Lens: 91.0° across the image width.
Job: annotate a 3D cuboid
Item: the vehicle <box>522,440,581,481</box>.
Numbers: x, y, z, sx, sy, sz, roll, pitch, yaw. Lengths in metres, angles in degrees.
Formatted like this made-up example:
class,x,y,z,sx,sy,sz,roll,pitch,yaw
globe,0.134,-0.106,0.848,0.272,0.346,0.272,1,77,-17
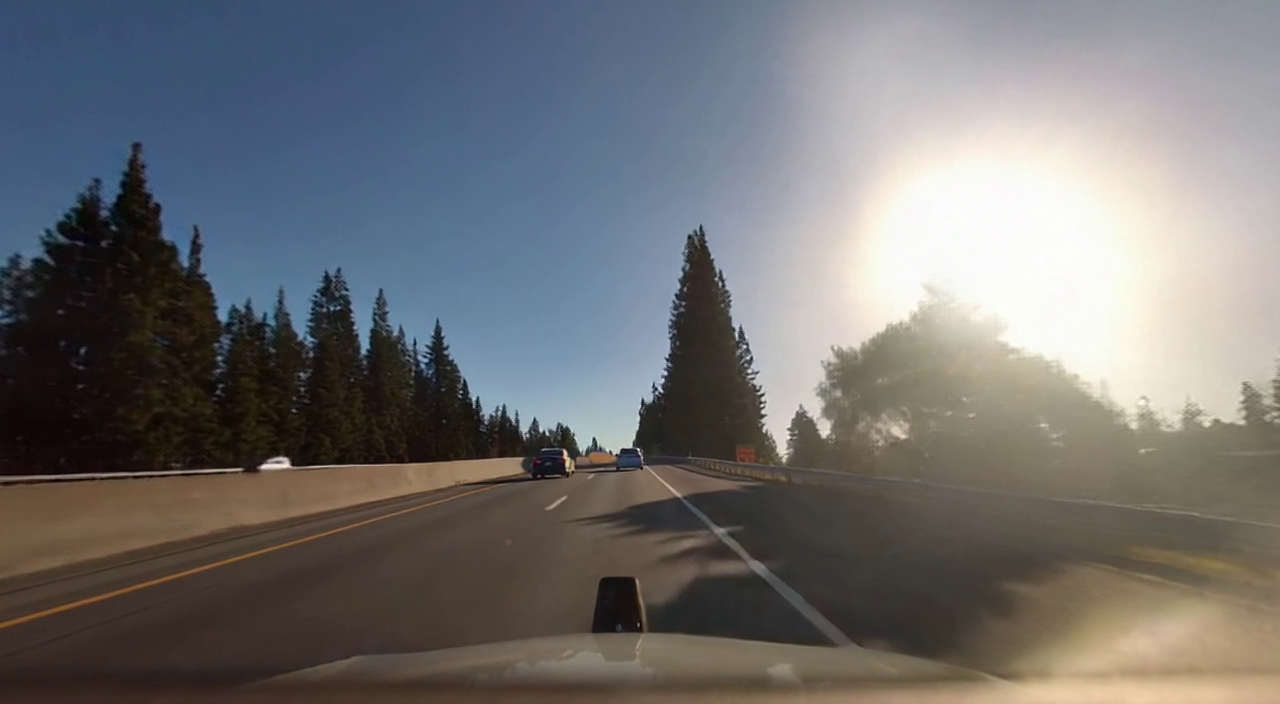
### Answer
class,x,y,z,sx,sy,sz,roll,pitch,yaw
vehicle,-4.056,5.050,29.550,2.130,1.741,4.665,0,-9,0

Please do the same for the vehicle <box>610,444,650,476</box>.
class,x,y,z,sx,sy,sz,roll,pitch,yaw
vehicle,-0.543,6.074,35.758,2.130,1.684,3.826,0,-8,-1
